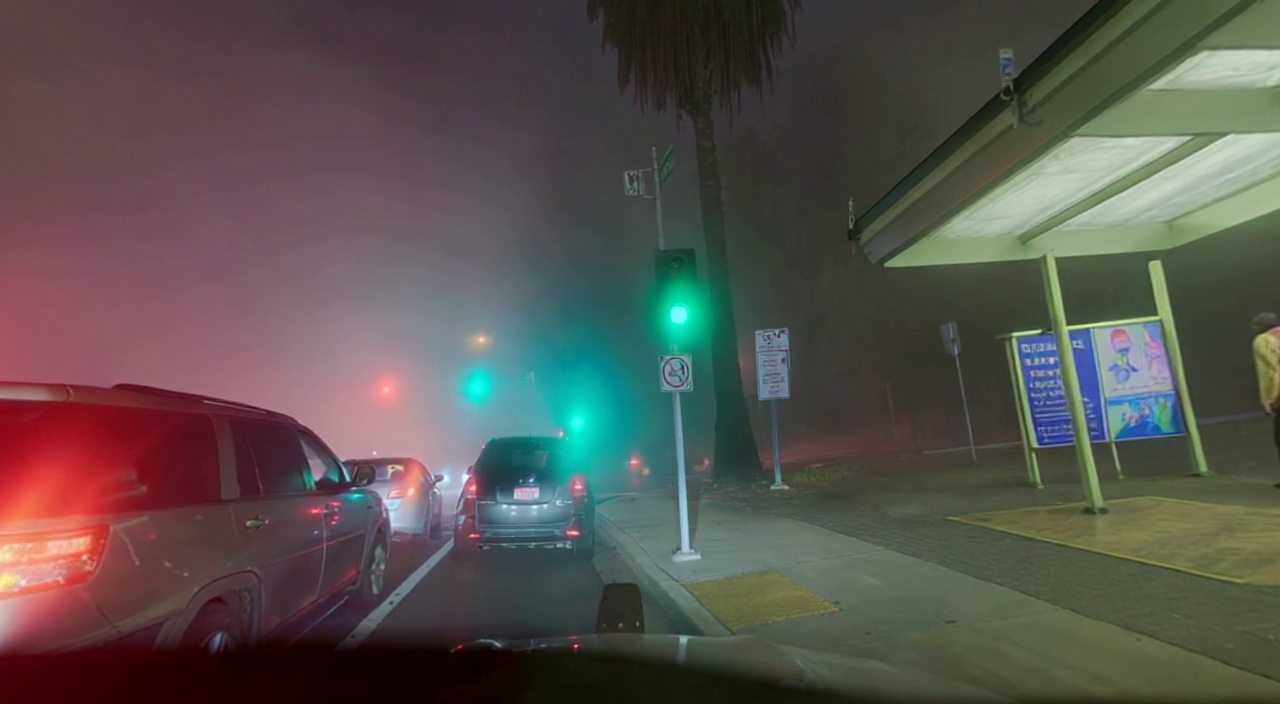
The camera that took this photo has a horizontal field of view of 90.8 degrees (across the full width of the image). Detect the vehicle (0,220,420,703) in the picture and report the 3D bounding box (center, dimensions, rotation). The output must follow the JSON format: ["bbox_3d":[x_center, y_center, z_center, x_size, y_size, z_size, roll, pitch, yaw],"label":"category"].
[{"bbox_3d":[-2.764,0.911,3.258,2.098,1.851,4.571,1,-9,-7],"label":"vehicle"}]

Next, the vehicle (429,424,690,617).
[{"bbox_3d":[-1.019,1.645,7.222,2.065,1.467,4.289,2,-9,-11],"label":"vehicle"}]
